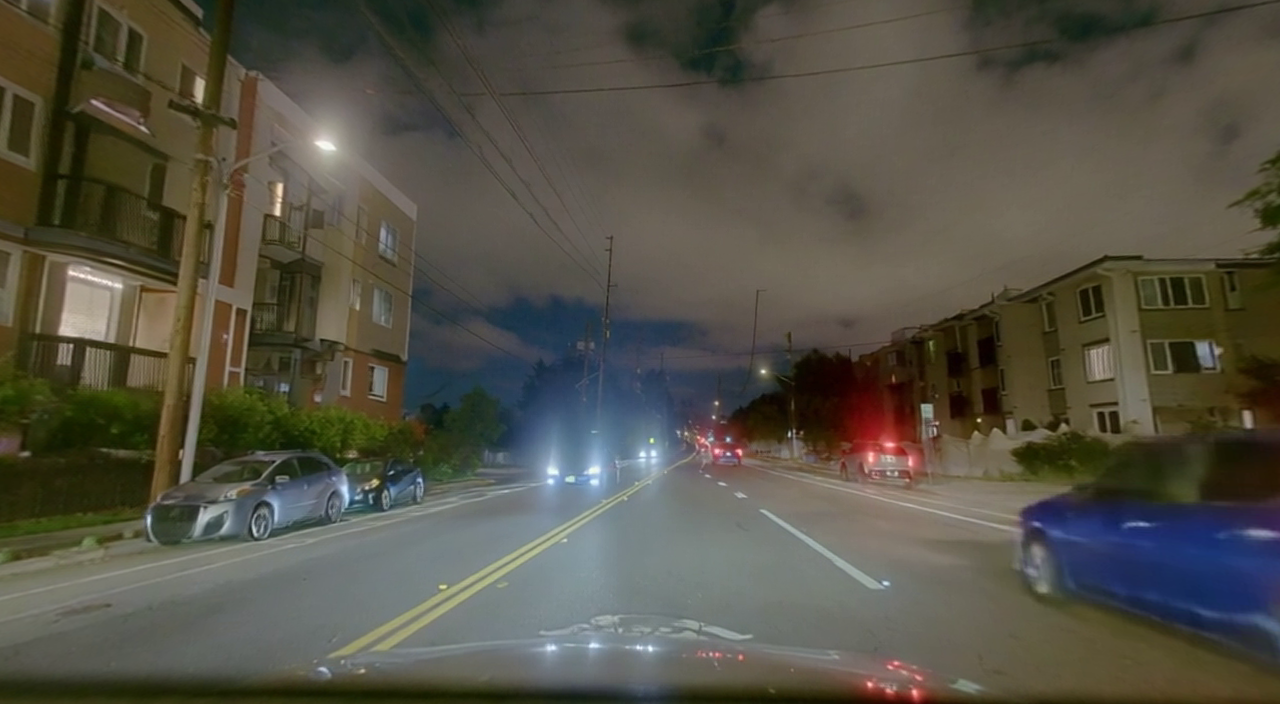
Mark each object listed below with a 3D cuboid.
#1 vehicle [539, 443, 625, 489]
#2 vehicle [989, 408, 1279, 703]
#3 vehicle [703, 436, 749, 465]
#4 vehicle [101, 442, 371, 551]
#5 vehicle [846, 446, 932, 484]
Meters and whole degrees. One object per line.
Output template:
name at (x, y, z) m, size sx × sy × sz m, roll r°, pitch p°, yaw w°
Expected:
vehicle at (-1.920, 3.991, 22.390) m, size 2.155 × 1.436 × 4.501 m, roll -1°, pitch -8°, yaw 7°
vehicle at (4.138, 1.090, 3.462) m, size 2.052 × 1.506 × 4.432 m, roll -1°, pitch -8°, yaw 3°
vehicle at (5.464, 6.355, 40.560) m, size 2.306 × 1.719 × 4.805 m, roll 0°, pitch -8°, yaw 1°
vehicle at (-7.907, 2.812, 13.082) m, size 2.381 × 1.825 × 4.652 m, roll -1°, pitch -8°, yaw 2°
vehicle at (10.519, 4.775, 26.939) m, size 1.935 × 1.478 × 4.711 m, roll -1°, pitch -8°, yaw 3°
